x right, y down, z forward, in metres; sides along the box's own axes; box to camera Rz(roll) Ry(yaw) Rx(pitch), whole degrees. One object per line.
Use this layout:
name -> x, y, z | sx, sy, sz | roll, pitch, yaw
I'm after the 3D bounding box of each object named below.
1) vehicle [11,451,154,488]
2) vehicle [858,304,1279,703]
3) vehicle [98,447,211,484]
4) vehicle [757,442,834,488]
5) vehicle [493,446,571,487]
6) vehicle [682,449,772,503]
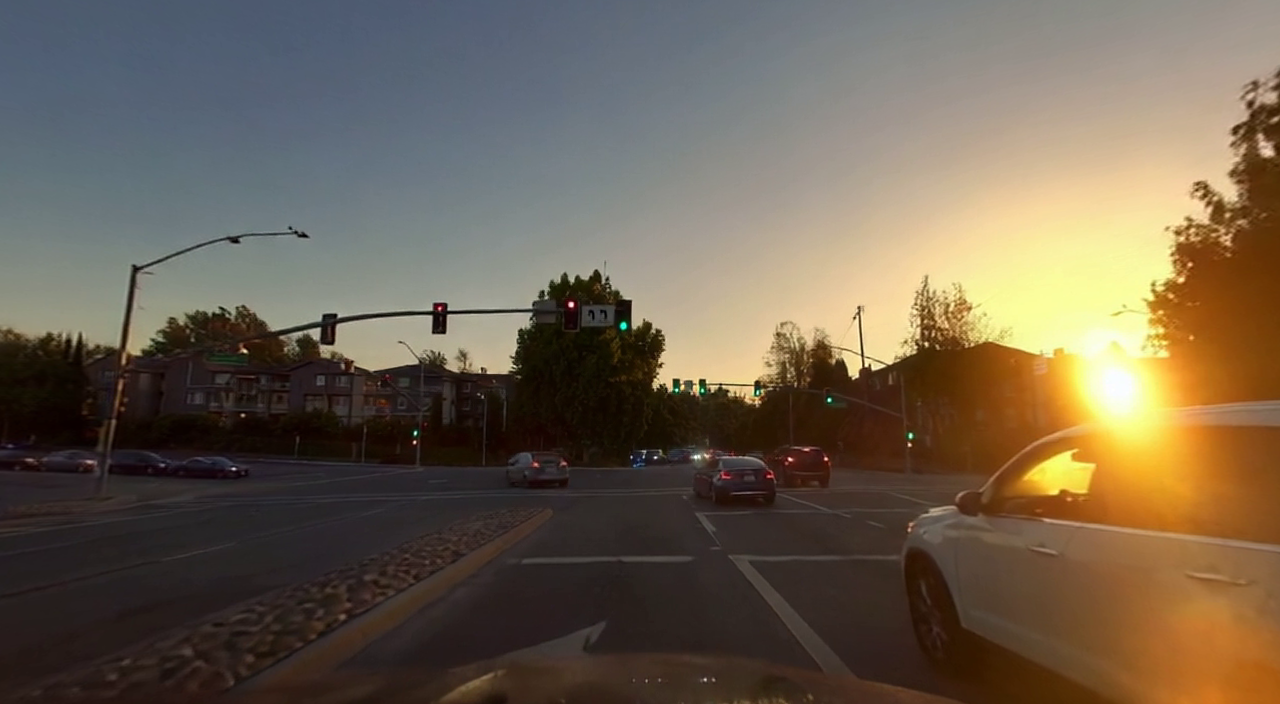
vehicle -> -26.243, 5.543, 29.800 | 4.724, 1.630, 1.968 | 0, -8, -3
vehicle -> 2.818, 0.863, 2.551 | 2.115, 1.737, 4.642 | 0, -8, -1
vehicle -> -27.730, 6.473, 36.114 | 4.689, 1.734, 2.034 | 3, -8, -1
vehicle -> 6.768, 4.931, 27.967 | 2.105, 1.830, 4.610 | 0, -8, -1
vehicle -> -5.068, 5.227, 29.133 | 2.099, 1.705, 4.020 | 5, -10, -32
vehicle -> 2.601, 3.830, 20.029 | 2.009, 1.480, 4.423 | 0, -8, -3
